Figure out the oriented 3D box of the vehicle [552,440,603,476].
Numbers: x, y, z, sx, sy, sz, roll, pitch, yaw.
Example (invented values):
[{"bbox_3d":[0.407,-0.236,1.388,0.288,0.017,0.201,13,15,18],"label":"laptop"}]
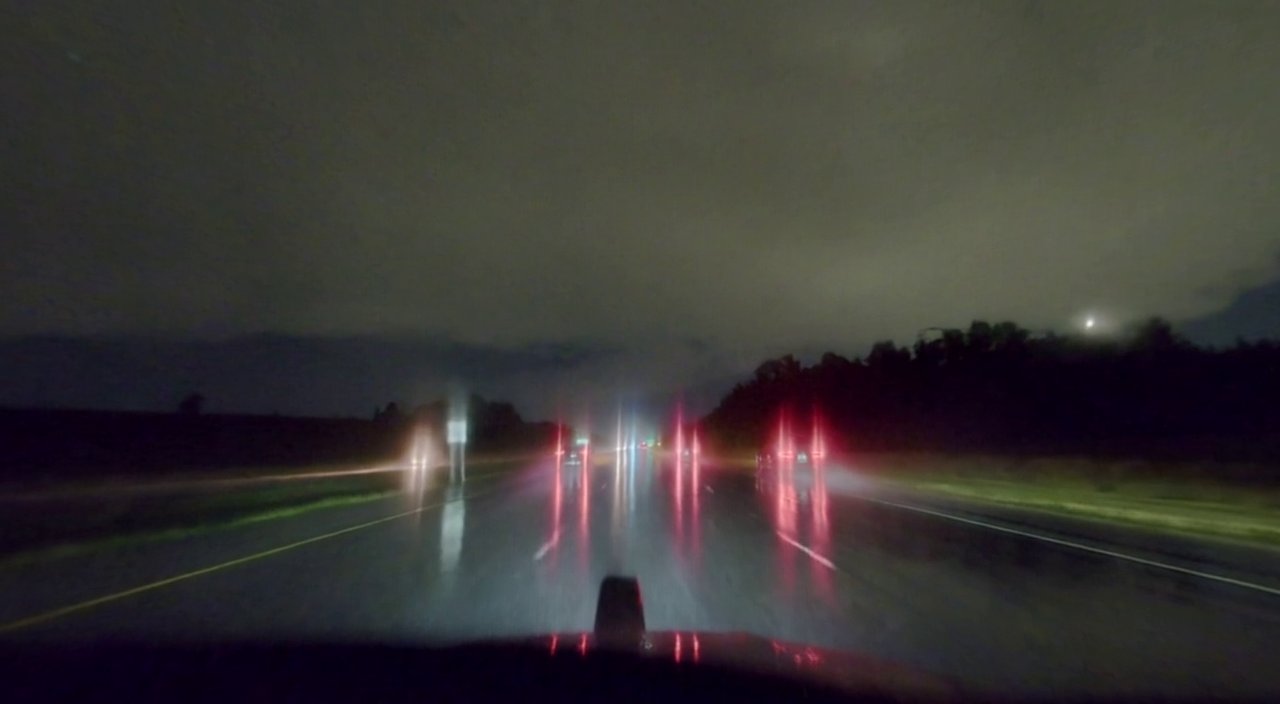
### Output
[{"bbox_3d":[-3.112,5.385,32.304,2.070,1.707,4.309,0,-9,1],"label":"vehicle"}]
